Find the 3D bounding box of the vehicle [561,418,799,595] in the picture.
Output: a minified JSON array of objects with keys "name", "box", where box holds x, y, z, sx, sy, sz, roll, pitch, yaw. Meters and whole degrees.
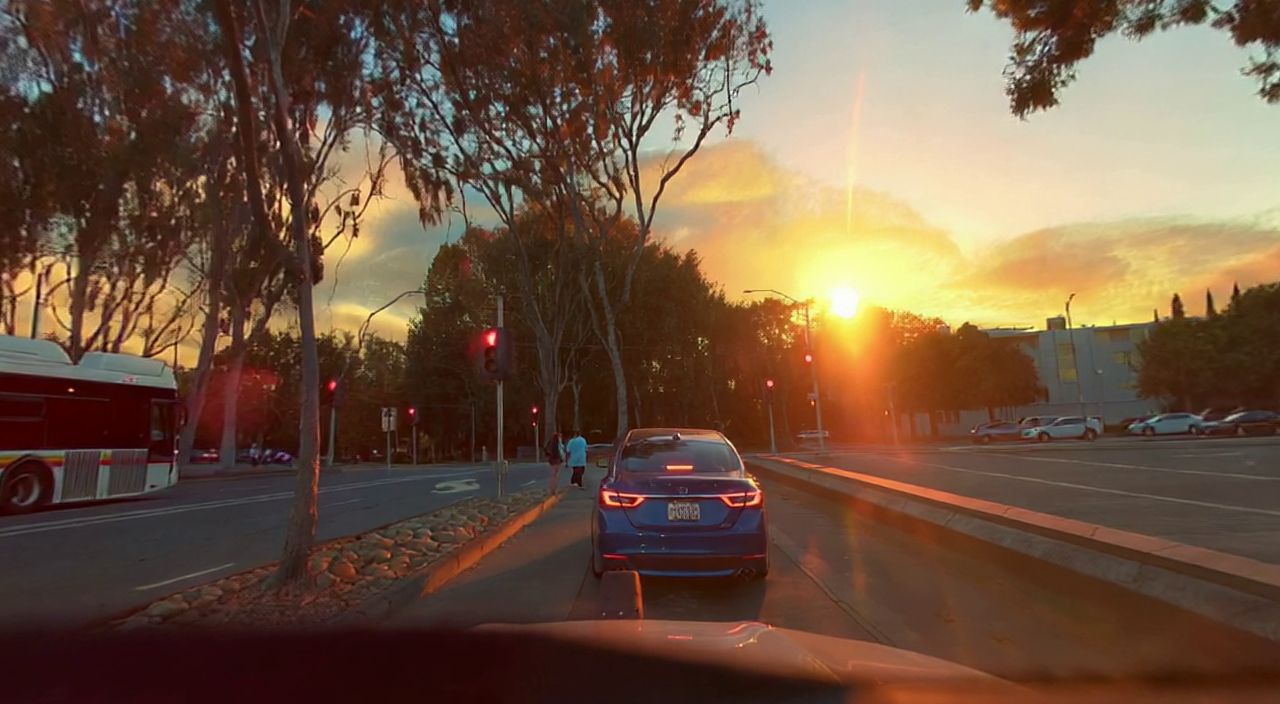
[{"name":"vehicle","box":[0.381,1.612,7.393,2.035,1.499,3.799,0,-8,1]}]
